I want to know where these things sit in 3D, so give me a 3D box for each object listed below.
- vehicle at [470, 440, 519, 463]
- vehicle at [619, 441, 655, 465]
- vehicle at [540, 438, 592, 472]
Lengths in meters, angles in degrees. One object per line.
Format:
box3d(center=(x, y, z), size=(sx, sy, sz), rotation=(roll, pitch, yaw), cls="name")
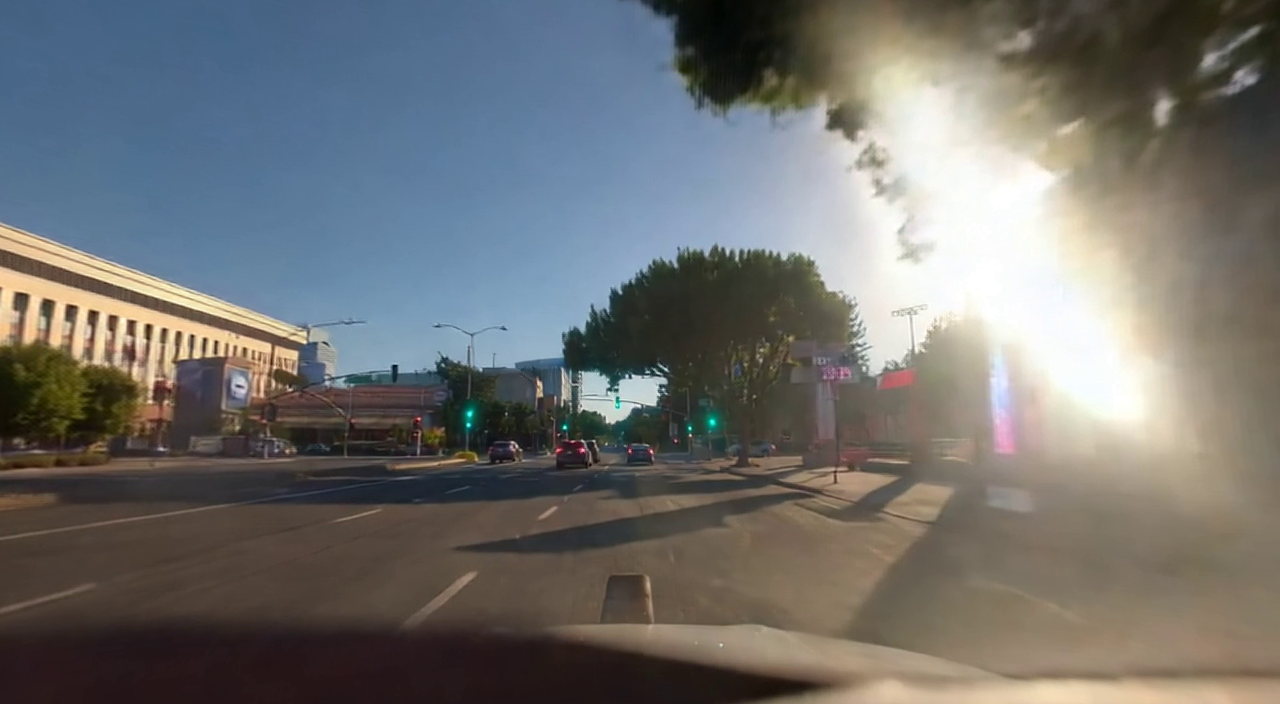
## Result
box3d(center=(-9.928, 6.879, 43.456), size=(2.096, 1.474, 4.585), rotation=(-1, -9, 2), cls="vehicle")
box3d(center=(-0.170, 6.792, 42.637), size=(2.258, 1.507, 3.896), rotation=(0, -8, 2), cls="vehicle")
box3d(center=(-3.551, 5.062, 31.060), size=(2.029, 1.517, 4.375), rotation=(0, -9, 0), cls="vehicle")
